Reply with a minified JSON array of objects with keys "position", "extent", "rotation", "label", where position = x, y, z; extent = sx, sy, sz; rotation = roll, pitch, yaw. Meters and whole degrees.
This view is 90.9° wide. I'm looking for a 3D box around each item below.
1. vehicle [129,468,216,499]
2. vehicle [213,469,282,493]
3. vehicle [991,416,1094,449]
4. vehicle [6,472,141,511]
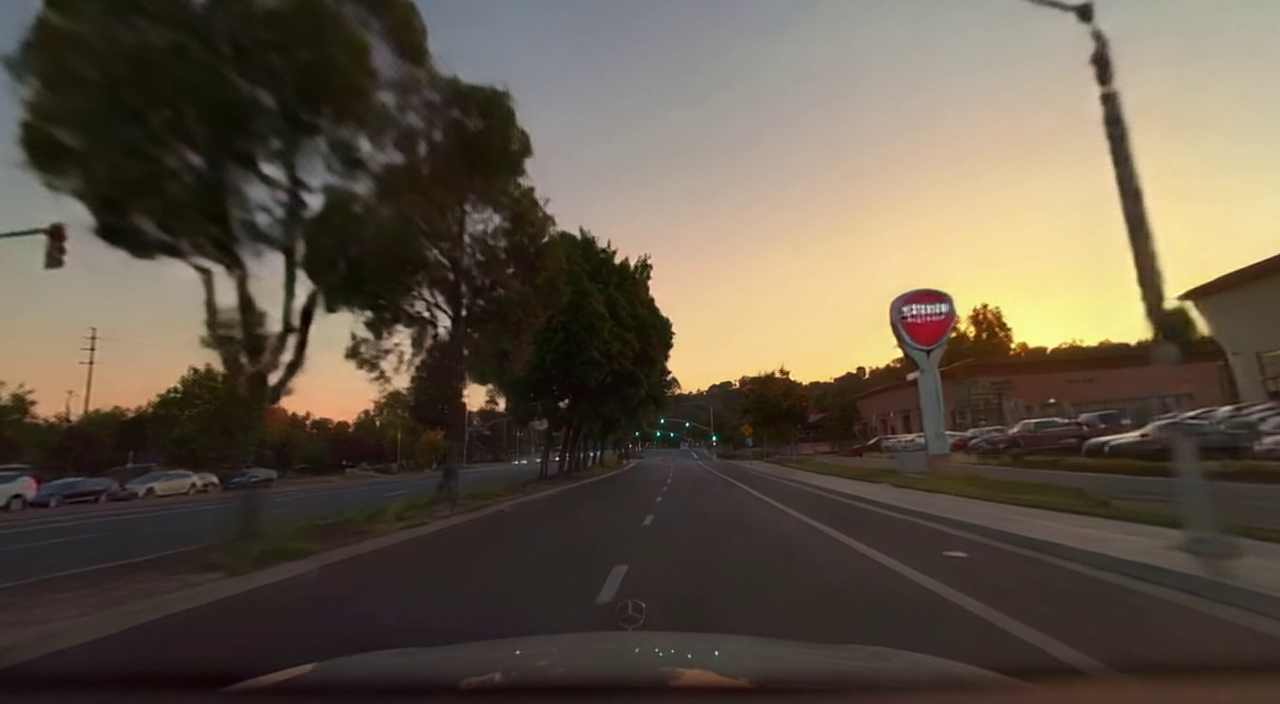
[{"position":[-30.132,8.451,40.809],"extent":[1.851,1.682,4.631],"rotation":[-1,-9,4],"label":"vehicle"},{"position":[-29.465,9.667,47.488],"extent":[1.906,1.486,4.617],"rotation":[-1,-9,5],"label":"vehicle"},{"position":[17.984,3.636,28.303],"extent":[3.464,1.409,1.598],"rotation":[0,-9,4],"label":"vehicle"},{"position":[-24.656,6.066,27.667],"extent":[1.827,1.370,4.191],"rotation":[-1,-9,6],"label":"vehicle"}]
